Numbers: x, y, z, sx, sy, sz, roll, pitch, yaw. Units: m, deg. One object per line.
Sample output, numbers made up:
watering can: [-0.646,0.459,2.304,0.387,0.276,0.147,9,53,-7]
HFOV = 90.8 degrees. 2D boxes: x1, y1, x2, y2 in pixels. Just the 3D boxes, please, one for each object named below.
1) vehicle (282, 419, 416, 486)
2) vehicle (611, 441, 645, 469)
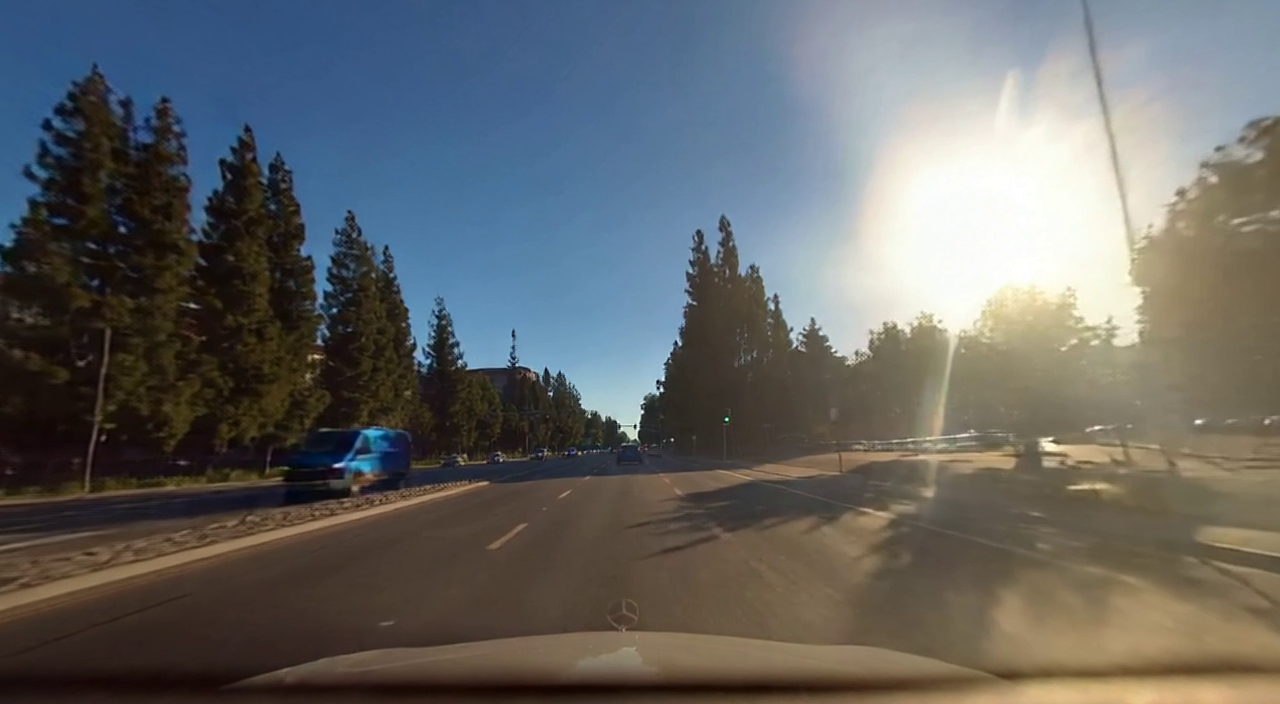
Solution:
vehicle: [-14.948,5.283,33.459,2.941,3.068,8.587,0,-9,1]
vehicle: [-0.796,6.871,42.290,2.174,1.703,4.231,0,-9,0]
